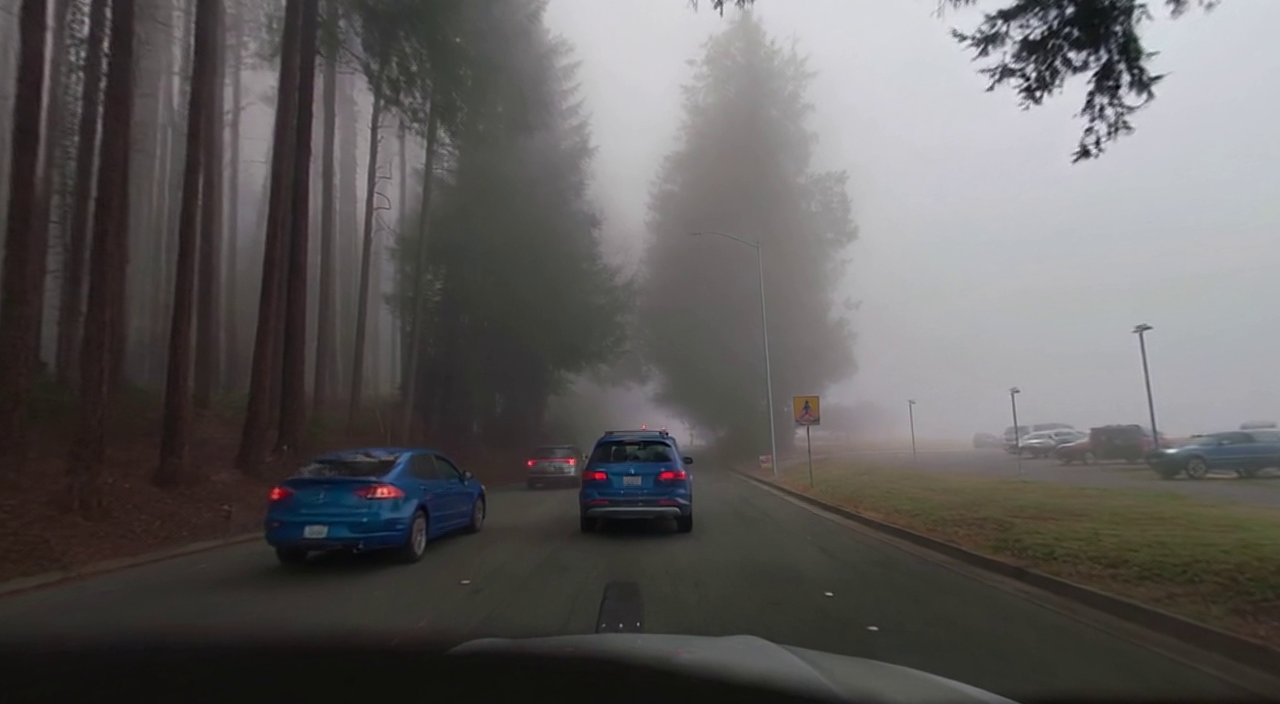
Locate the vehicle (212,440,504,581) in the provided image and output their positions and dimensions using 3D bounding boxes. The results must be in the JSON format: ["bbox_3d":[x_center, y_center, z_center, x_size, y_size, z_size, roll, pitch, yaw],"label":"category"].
[{"bbox_3d":[-3.463,1.998,8.914,1.922,1.464,4.424,0,-8,2],"label":"vehicle"}]

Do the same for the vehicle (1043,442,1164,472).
[{"bbox_3d":[28.282,6.404,38.637,5.955,1.702,2.166,1,-8,-6],"label":"vehicle"}]

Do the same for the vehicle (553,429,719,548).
[{"bbox_3d":[-0.035,2.144,10.557,2.229,1.591,3.897,0,-8,1],"label":"vehicle"}]
